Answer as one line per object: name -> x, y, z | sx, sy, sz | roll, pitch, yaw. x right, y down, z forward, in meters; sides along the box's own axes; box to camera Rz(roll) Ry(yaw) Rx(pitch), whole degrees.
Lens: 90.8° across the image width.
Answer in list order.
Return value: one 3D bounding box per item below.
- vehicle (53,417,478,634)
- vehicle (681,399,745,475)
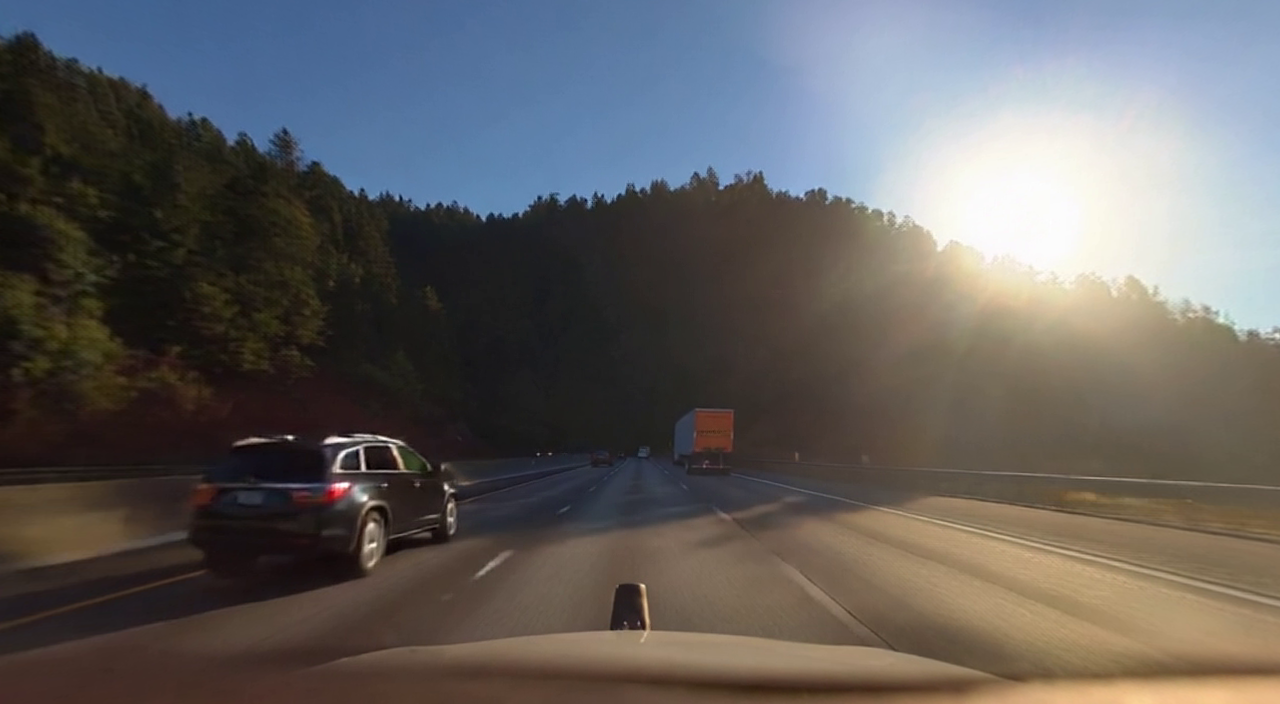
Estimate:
vehicle -> -3.238, 1.568, 6.648 | 1.944, 1.548, 4.051 | 0, -9, 0
vehicle -> 4.074, 4.957, 36.507 | 2.904, 4.001, 5.861 | 0, -9, 0
